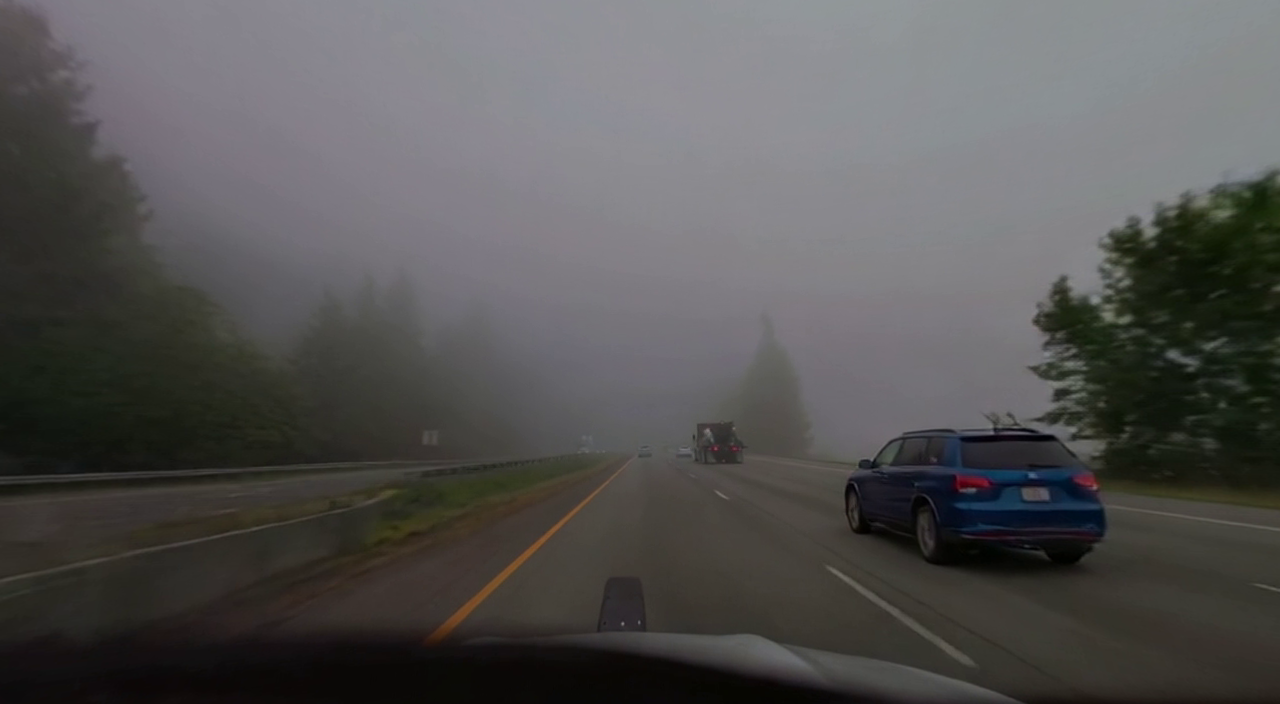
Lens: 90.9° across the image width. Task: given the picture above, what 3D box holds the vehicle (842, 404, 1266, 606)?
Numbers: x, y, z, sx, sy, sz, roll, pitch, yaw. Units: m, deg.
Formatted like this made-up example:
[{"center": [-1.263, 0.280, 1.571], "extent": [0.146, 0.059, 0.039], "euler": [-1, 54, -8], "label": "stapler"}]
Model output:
[{"center": [3.987, 1.541, 7.135], "extent": [2.005, 1.604, 4.002], "euler": [0, -9, -1], "label": "vehicle"}]

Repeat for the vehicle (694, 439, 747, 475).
[{"center": [3.956, 5.223, 31.557], "extent": [2.022, 1.658, 4.132], "euler": [0, -9, -1], "label": "vehicle"}]
